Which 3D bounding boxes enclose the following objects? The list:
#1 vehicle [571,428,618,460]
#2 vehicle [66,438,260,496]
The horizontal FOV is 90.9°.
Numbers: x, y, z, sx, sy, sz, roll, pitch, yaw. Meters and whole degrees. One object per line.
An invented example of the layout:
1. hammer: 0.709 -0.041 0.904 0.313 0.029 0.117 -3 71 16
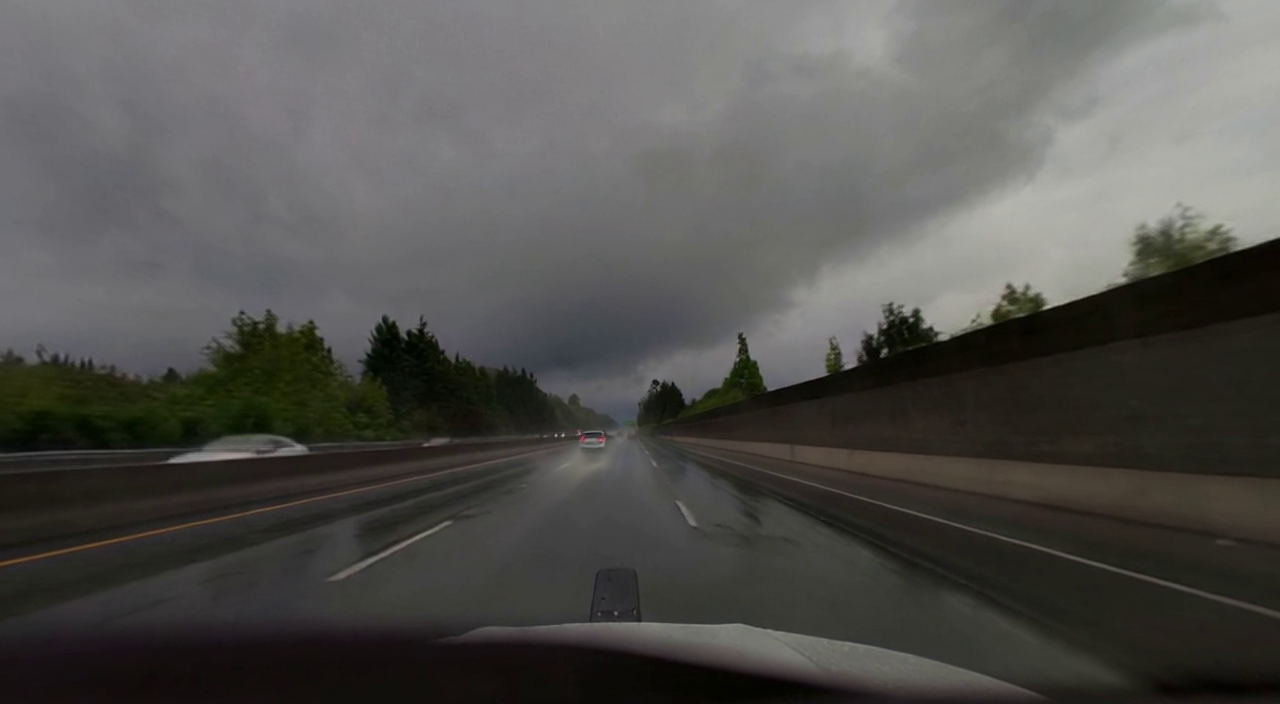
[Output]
1. vehicle: -2.538 5.278 36.380 2.306 1.730 4.606 0 -8 1
2. vehicle: -13.711 3.284 18.593 2.049 1.445 4.697 0 -8 0
